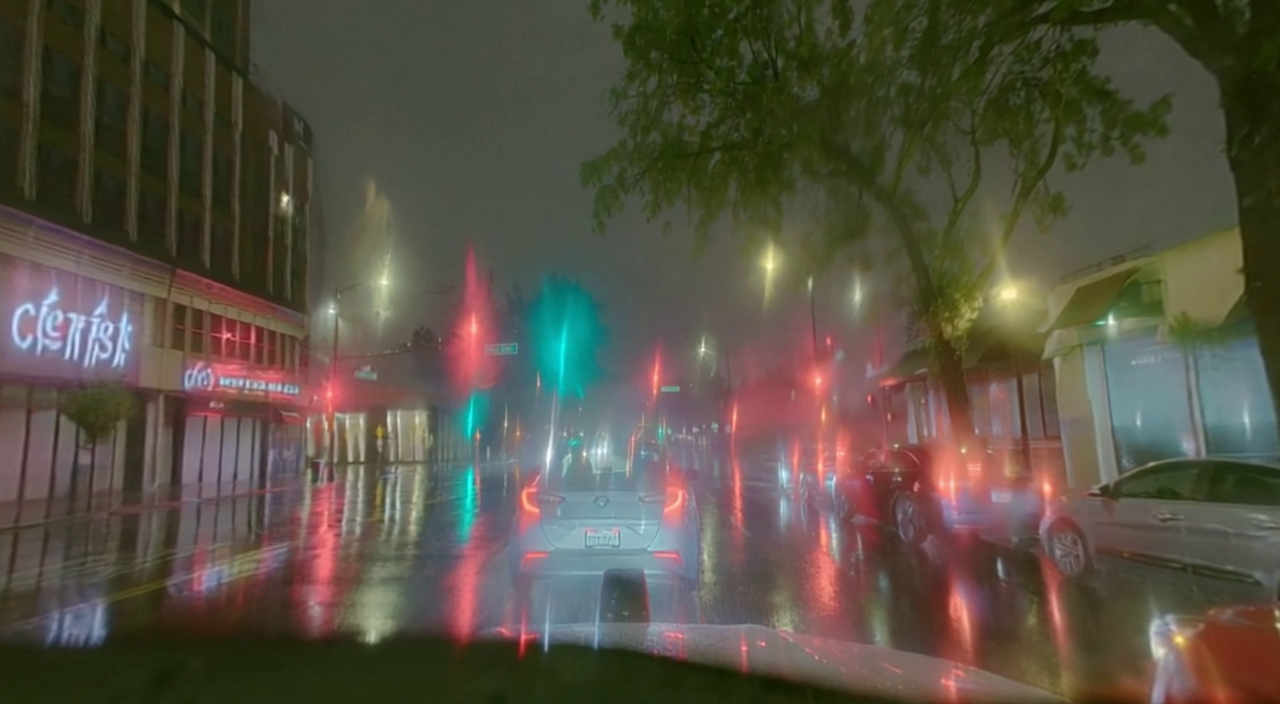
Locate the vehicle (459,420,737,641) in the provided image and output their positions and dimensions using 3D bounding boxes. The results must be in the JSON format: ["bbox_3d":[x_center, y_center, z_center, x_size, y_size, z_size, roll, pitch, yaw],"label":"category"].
[{"bbox_3d":[-0.277,1.498,6.214,1.888,1.489,3.703,0,-8,0],"label":"vehicle"}]

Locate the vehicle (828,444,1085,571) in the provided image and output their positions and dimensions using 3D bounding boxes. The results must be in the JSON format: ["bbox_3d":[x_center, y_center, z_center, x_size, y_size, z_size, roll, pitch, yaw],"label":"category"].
[{"bbox_3d":[4.540,2.234,10.024,1.912,1.505,4.618,-1,-8,3],"label":"vehicle"}]

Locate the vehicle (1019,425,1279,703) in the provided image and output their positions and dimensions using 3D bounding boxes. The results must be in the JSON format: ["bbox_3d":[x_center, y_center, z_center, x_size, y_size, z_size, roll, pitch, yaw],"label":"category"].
[{"bbox_3d":[3.180,0.837,1.106,2.006,1.496,4.767,0,-9,-1],"label":"vehicle"}]
